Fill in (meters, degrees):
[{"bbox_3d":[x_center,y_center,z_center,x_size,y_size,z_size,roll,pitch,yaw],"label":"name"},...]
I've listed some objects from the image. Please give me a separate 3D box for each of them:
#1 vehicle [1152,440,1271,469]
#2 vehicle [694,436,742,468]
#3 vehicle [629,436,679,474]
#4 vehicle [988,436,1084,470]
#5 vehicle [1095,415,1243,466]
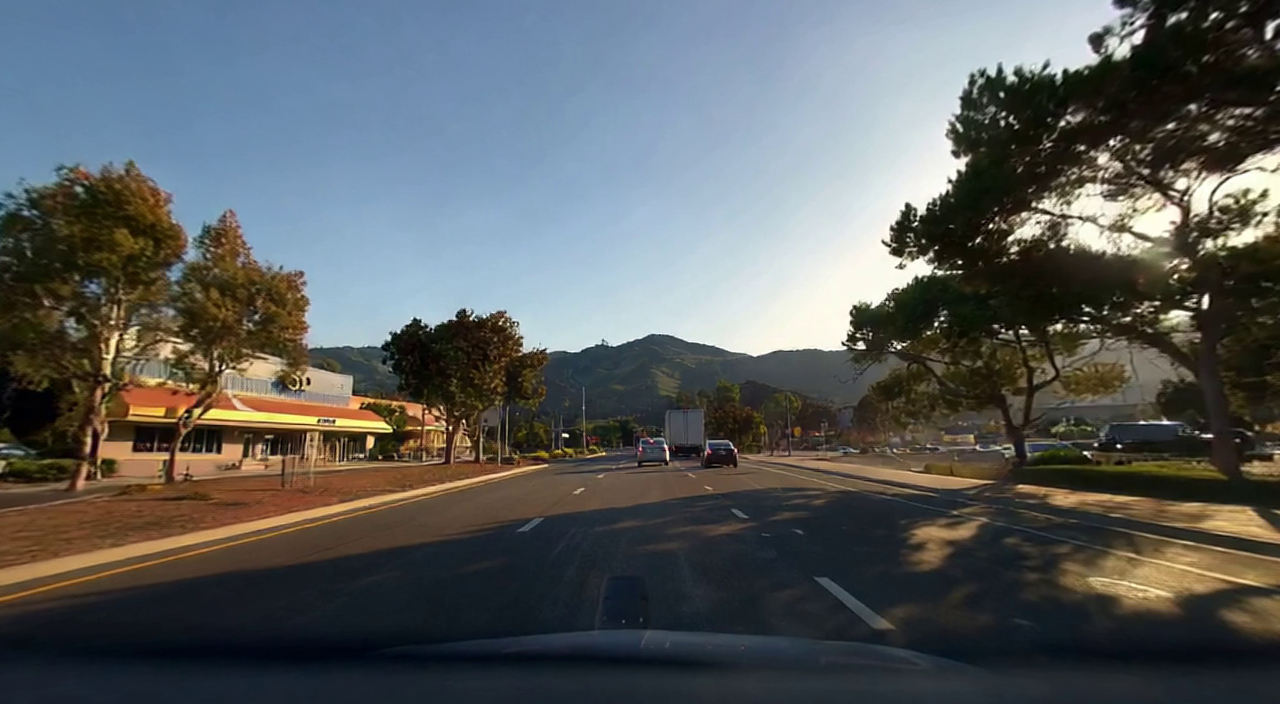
[{"bbox_3d":[29.020,5.203,31.976,4.127,1.422,1.937,0,-8,-1],"label":"vehicle"},{"bbox_3d":[4.269,5.554,34.984,2.088,1.655,4.360,0,-8,0],"label":"vehicle"},{"bbox_3d":[0.595,4.794,29.546,2.193,1.651,3.946,0,-8,0],"label":"vehicle"},{"bbox_3d":[20.010,5.119,31.974,2.068,1.627,4.269,0,-8,0],"label":"vehicle"},{"bbox_3d":[29.286,4.917,34.929,5.896,2.709,2.318,0,-8,1],"label":"vehicle"}]
